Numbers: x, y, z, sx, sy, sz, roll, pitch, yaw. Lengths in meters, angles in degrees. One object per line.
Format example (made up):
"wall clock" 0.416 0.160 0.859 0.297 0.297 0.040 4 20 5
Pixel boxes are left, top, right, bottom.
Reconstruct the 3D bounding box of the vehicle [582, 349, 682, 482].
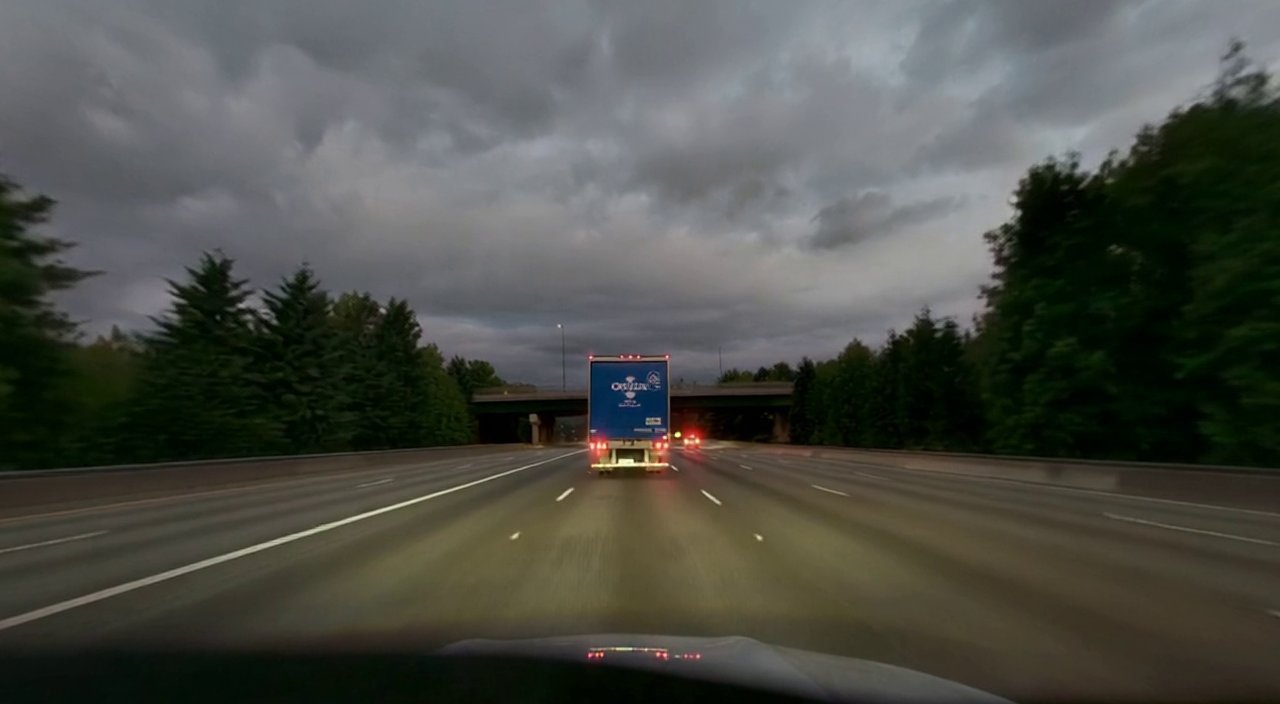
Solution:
"vehicle" -0.463 2.515 23.575 2.895 3.861 10.213 0 -8 -3
